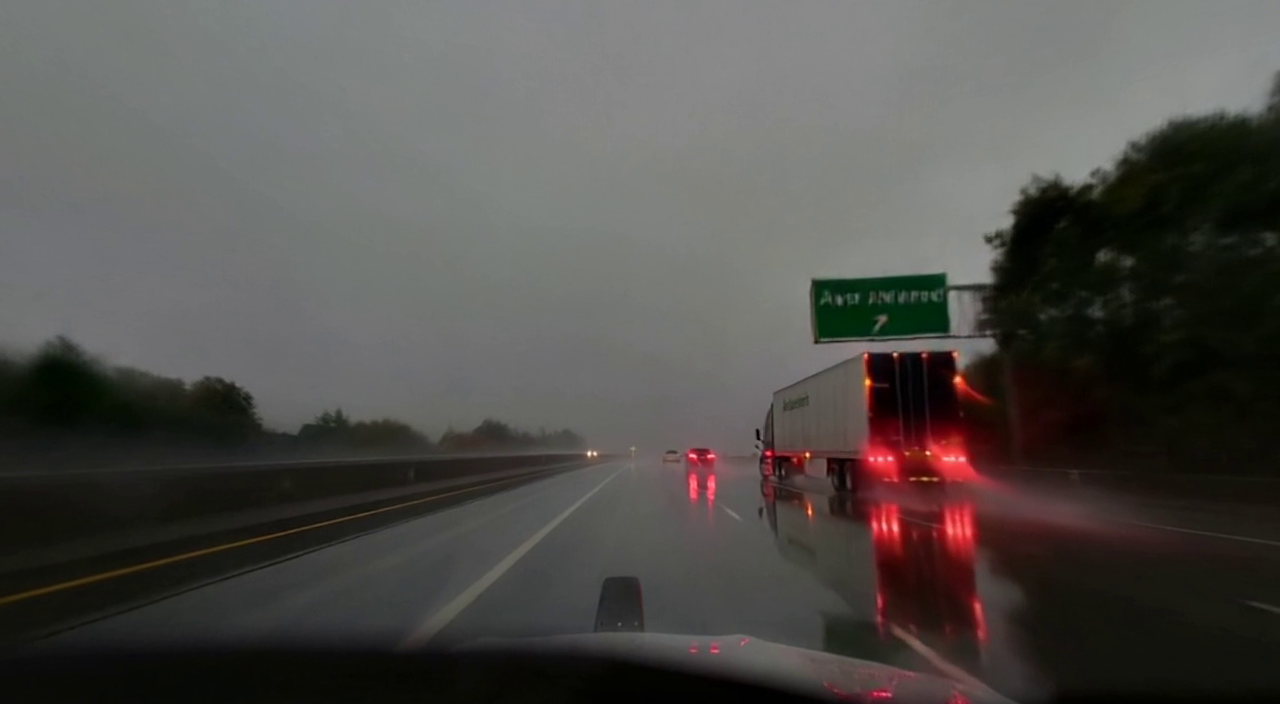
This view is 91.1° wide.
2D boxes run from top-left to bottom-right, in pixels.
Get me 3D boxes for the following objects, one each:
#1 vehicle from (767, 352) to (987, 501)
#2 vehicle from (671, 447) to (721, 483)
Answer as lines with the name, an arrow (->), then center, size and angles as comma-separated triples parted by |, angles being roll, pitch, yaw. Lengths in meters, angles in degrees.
vehicle -> 7.811, 3.065, 24.055 | 2.907, 4.042, 13.858 | 0, -9, 0
vehicle -> 2.606, 5.382, 30.133 | 2.024, 1.579, 3.707 | 0, -9, 0
